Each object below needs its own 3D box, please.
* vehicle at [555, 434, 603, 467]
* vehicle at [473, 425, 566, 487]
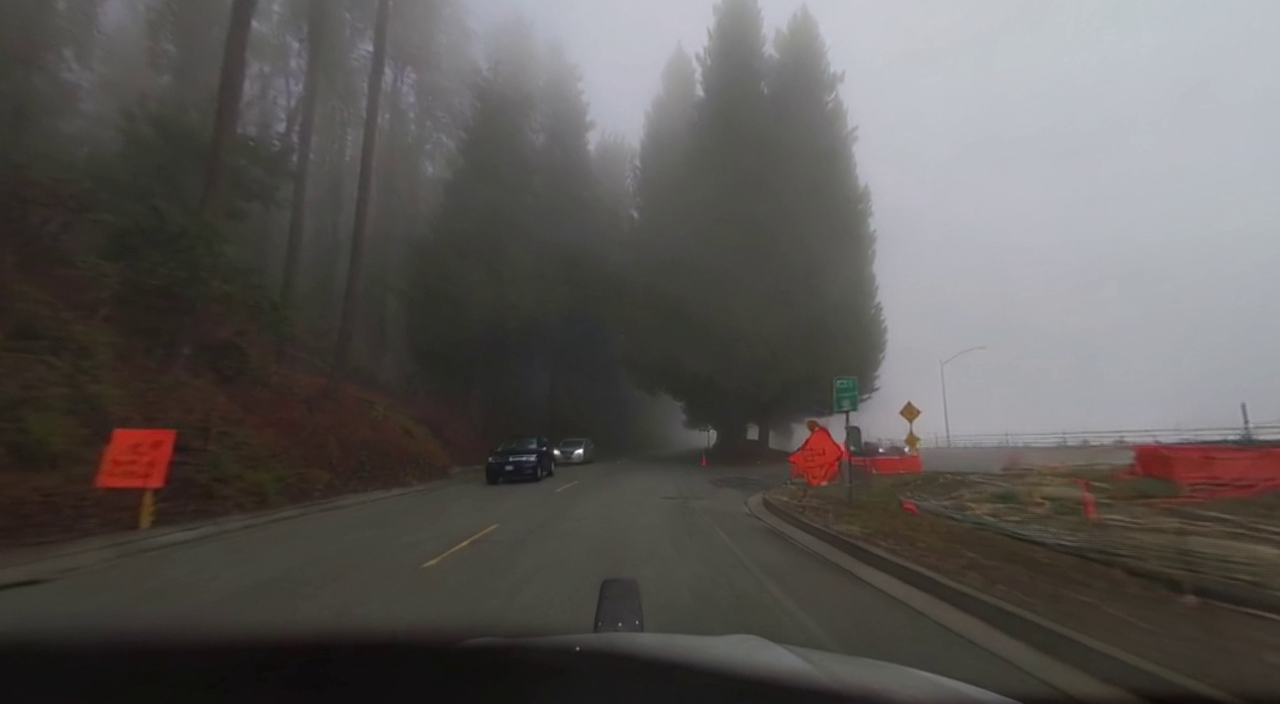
[{"bbox_3d":[-3.563,5.858,37.759,2.033,1.765,4.698,-2,-8,4],"label":"vehicle"},{"bbox_3d":[-4.115,3.656,22.542,2.119,1.935,4.881,-1,-8,3],"label":"vehicle"}]
